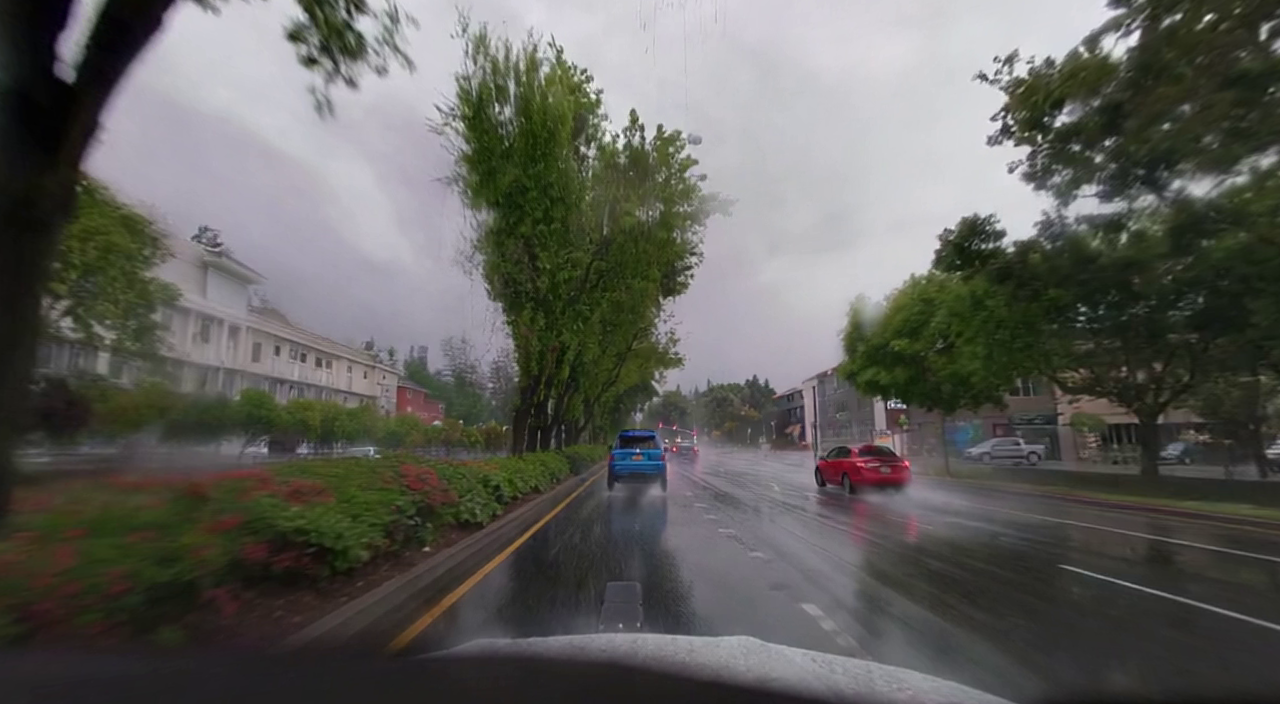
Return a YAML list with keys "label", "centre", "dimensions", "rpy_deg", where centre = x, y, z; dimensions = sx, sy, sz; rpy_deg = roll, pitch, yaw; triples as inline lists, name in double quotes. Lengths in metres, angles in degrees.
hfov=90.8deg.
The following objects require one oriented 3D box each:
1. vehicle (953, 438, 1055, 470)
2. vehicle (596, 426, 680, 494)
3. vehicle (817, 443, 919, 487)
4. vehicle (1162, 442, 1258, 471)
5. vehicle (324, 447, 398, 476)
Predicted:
- label: "vehicle"
  centre: [19.501, 5.470, 33.962]
  dimensions: [4.333, 1.521, 1.824]
  rpy_deg: [-2, -7, 0]
- label: "vehicle"
  centre: [-0.079, 3.250, 19.259]
  dimensions: [2.277, 1.816, 4.192]
  rpy_deg: [0, -9, -1]
- label: "vehicle"
  centre: [8.325, 4.163, 23.586]
  dimensions: [2.002, 1.456, 4.631]
  rpy_deg: [0, -9, -1]
- label: "vehicle"
  centre: [34.680, 6.355, 38.617]
  dimensions: [1.842, 1.607, 4.605]
  rpy_deg: [0, -9, 5]
- label: "vehicle"
  centre: [-15.372, 6.064, 35.156]
  dimensions: [1.985, 1.486, 4.691]
  rpy_deg: [0, -9, 0]
